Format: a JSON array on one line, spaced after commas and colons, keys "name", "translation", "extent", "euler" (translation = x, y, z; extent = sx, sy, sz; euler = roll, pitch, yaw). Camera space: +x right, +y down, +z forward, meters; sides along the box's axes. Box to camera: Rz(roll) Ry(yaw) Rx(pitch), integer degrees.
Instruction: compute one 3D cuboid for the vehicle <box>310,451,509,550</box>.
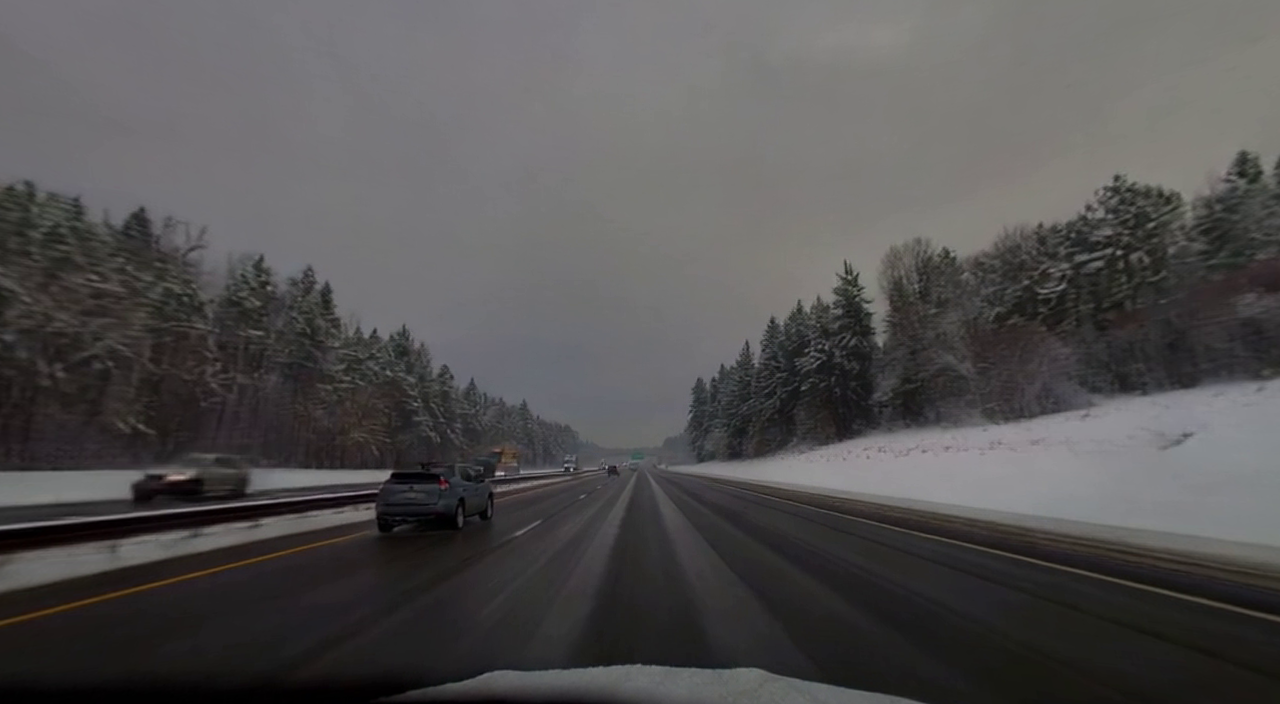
[{"name": "vehicle", "translation": [-4.041, 2.708, 12.033], "extent": [2.043, 1.486, 4.442], "euler": [0, -10, 1]}]
